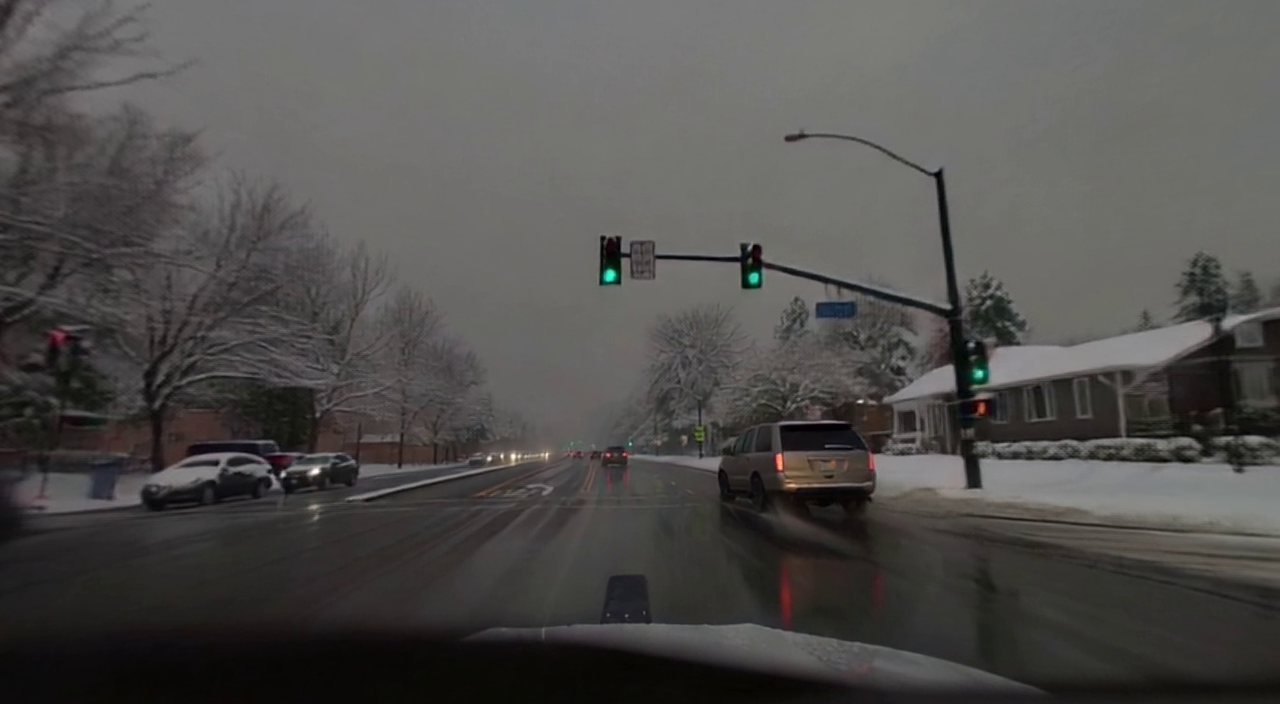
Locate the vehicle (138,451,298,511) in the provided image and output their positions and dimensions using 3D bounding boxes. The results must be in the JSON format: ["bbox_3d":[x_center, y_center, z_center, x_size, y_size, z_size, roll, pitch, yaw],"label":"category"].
[{"bbox_3d":[-13.263,4.025,20.253,1.955,1.509,4.640,-3,-8,0],"label":"vehicle"}]

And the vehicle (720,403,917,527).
[{"bbox_3d":[3.378,2.280,13.496,2.338,2.063,5.592,0,-8,-3],"label":"vehicle"}]

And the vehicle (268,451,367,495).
[{"bbox_3d":[-13.198,4.940,26.122,1.965,1.416,4.613,-3,-8,-4],"label":"vehicle"}]

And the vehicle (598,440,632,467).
[{"bbox_3d":[-1.747,6.838,42.698,2.138,1.729,4.178,0,-8,-4],"label":"vehicle"}]
